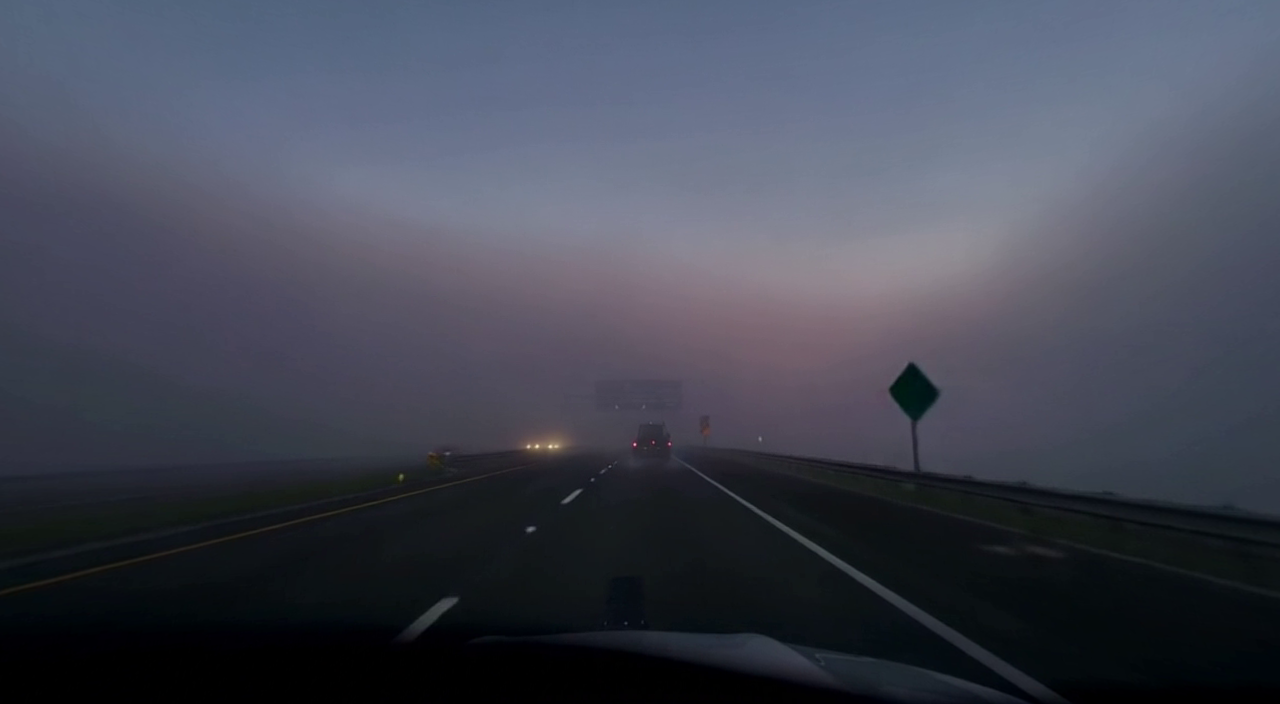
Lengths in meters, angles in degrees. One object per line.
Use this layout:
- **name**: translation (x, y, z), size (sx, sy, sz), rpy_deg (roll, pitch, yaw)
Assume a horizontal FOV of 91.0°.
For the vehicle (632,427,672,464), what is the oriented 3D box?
- **vehicle**: translation (0.713, 5.788, 38.893), size (2.277, 2.109, 4.922), rpy_deg (0, -8, 1)
